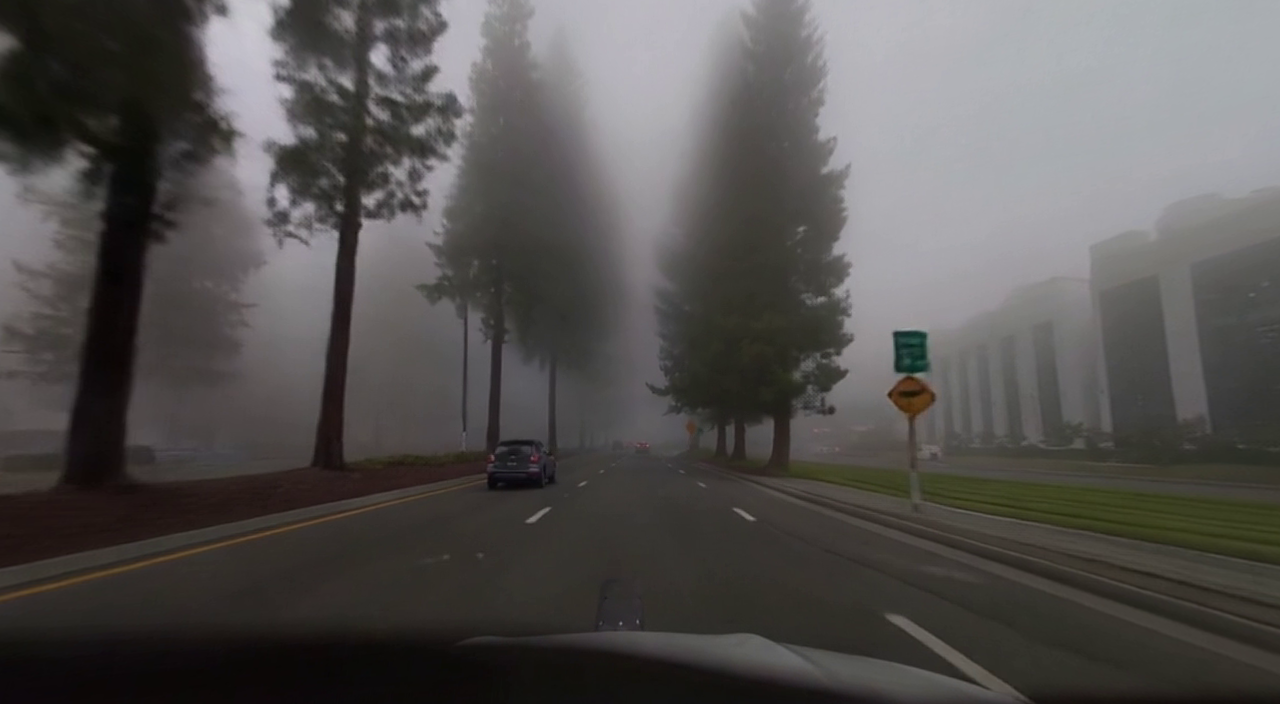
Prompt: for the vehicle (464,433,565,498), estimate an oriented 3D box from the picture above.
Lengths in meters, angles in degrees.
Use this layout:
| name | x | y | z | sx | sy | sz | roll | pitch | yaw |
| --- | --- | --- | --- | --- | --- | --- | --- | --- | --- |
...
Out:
| name | x | y | z | sx | sy | sz | roll | pitch | yaw |
| --- | --- | --- | --- | --- | --- | --- | --- | --- | --- |
| vehicle | -3.367 | 3.119 | 17.789 | 1.942 | 1.588 | 4.172 | 0 | -8 | 1 |
